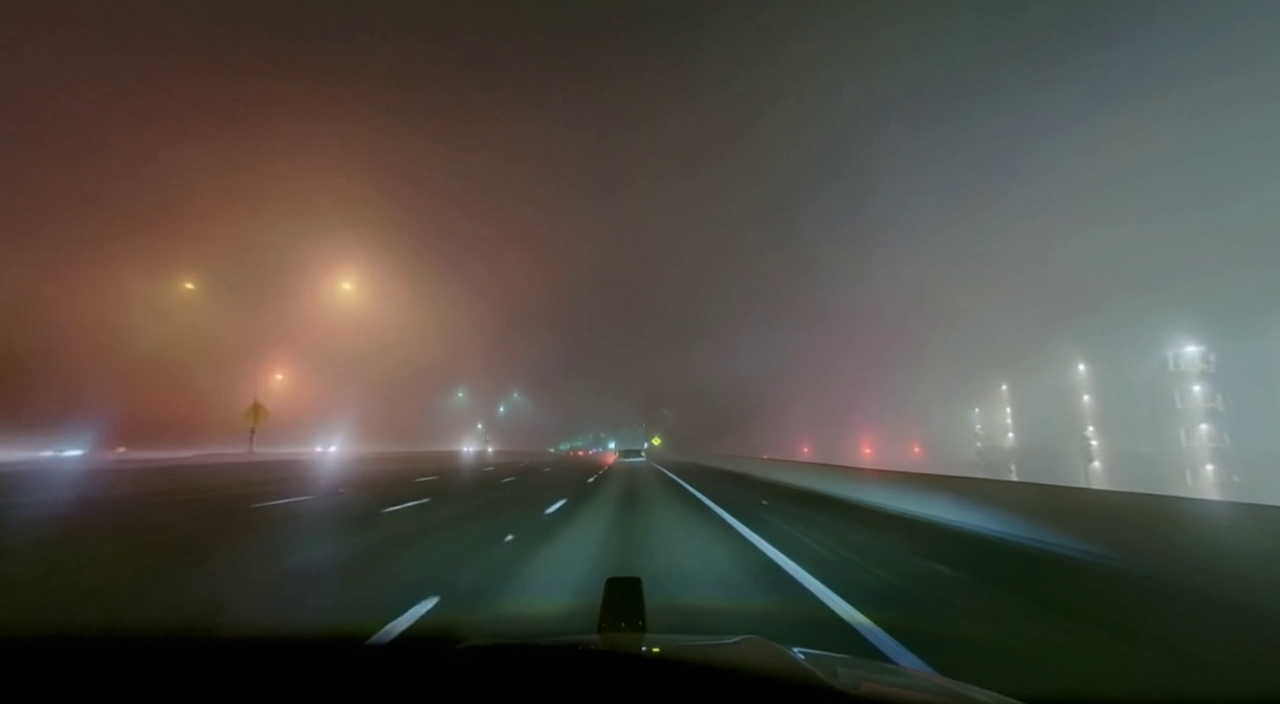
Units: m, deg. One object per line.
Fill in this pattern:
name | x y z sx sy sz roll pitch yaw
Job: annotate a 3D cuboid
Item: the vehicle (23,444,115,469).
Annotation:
vehicle | -36.833 6.727 40.833 1.788 1.473 4.505 0 -8 -1
